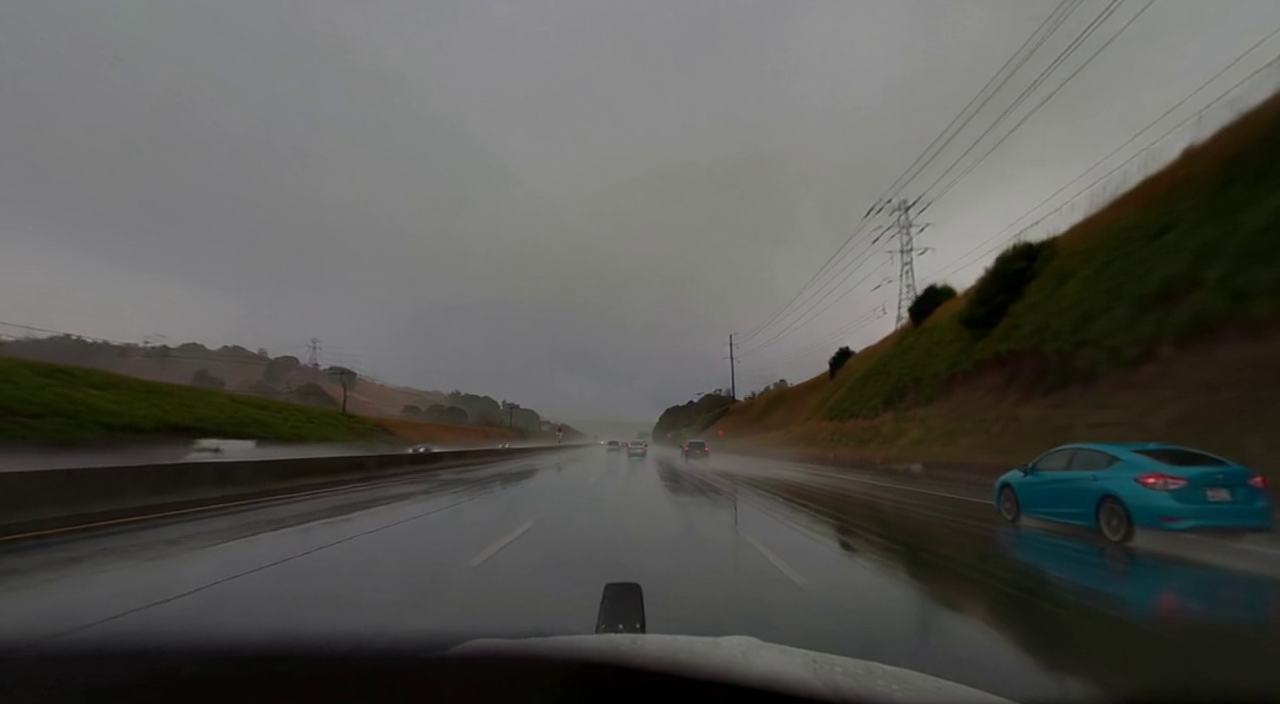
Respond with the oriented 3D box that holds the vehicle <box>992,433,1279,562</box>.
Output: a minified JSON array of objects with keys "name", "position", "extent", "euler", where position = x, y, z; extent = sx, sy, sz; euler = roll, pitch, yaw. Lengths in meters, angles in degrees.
[{"name":"vehicle","position":[8.057,2.144,10.172],"extent":[1.970,1.545,4.818],"euler":[1,-8,0]}]

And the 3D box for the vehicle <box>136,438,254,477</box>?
[{"name":"vehicle","position":[-23.583,5.595,33.764],"extent":[2.080,1.823,5.737],"euler":[0,-8,1]}]

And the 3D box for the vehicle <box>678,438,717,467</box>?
[{"name":"vehicle","position":[3.811,6.758,42.563],"extent":[2.159,1.782,4.673],"euler":[1,-8,0]}]
